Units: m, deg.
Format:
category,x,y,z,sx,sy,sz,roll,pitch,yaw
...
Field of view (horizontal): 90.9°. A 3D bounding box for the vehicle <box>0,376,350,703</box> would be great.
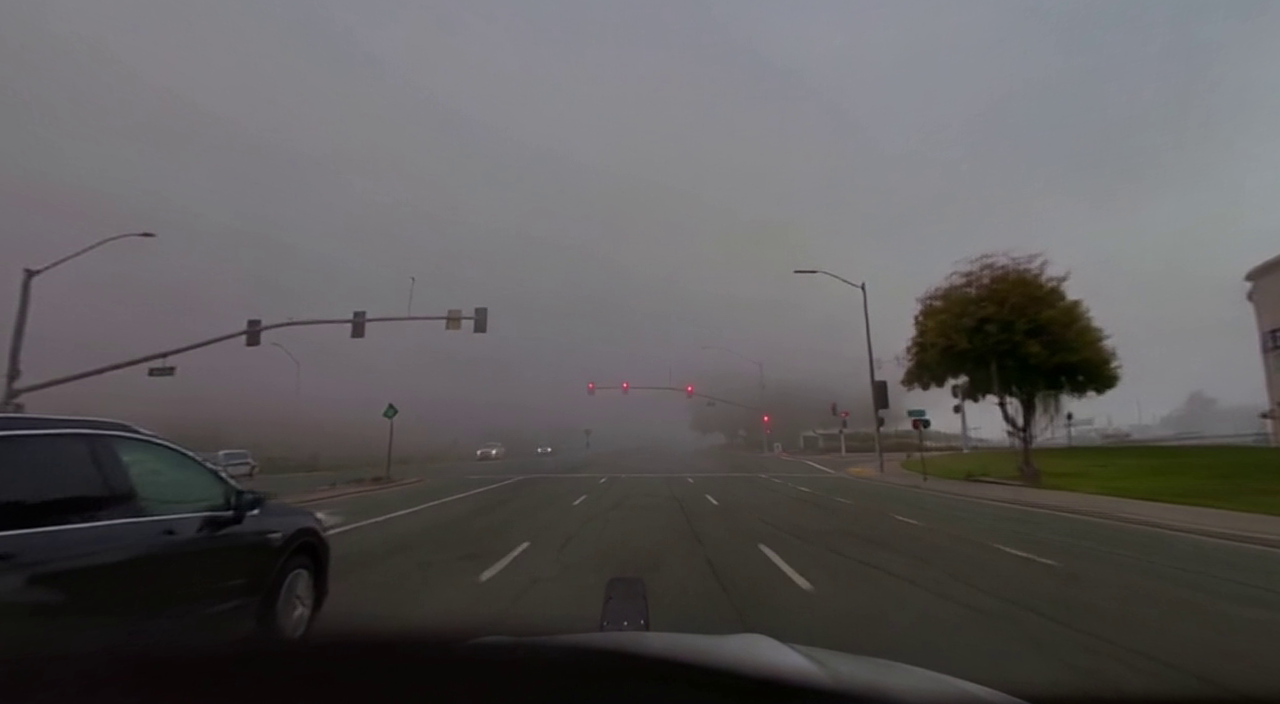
category,x,y,z,sx,sy,sz,roll,pitch,yaw
vehicle,-3.205,0.853,2.050,2.162,1.549,4.795,0,-8,1
